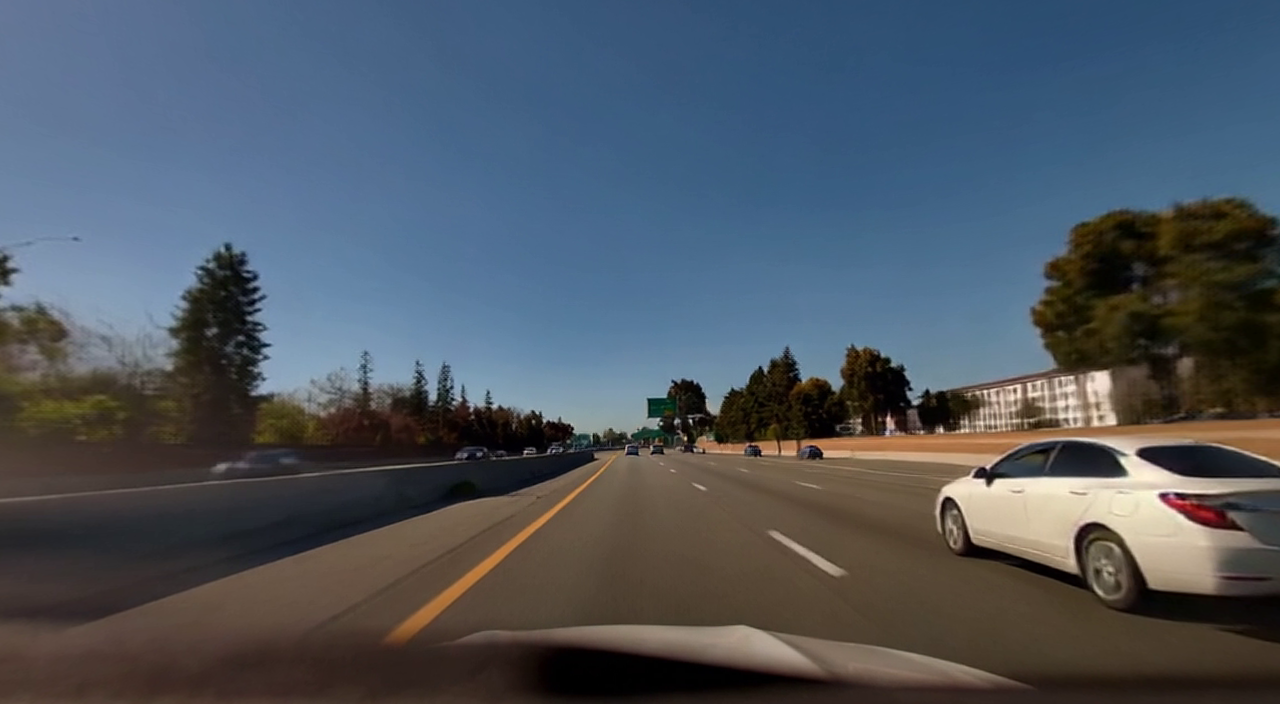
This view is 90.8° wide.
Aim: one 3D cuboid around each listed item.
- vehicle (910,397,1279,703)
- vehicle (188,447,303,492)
[{"bbox_3d":[3.837,1.134,4.079,2.018,1.477,4.800,0,-8,-1],"label":"vehicle"},{"bbox_3d":[-14.369,4.276,23.300,1.786,1.422,3.848,1,-8,-1],"label":"vehicle"}]
